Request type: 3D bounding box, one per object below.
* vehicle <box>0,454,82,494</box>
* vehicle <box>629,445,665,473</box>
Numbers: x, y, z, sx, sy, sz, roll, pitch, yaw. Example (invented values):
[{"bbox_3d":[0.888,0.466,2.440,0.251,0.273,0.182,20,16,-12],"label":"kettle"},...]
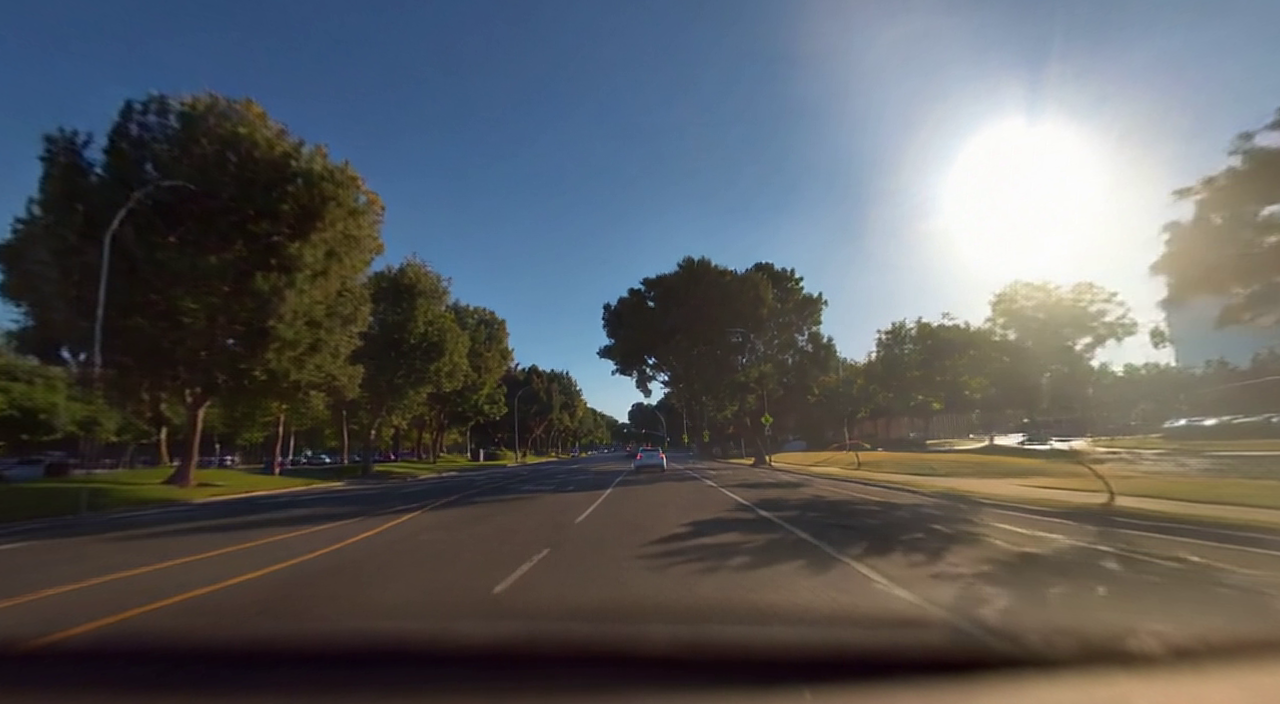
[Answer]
[{"bbox_3d":[-29.861,5.860,30.150,4.508,1.698,2.101,-4,-9,5],"label":"vehicle"},{"bbox_3d":[0.384,6.185,36.603,1.978,1.499,3.915,0,-8,0],"label":"vehicle"}]
